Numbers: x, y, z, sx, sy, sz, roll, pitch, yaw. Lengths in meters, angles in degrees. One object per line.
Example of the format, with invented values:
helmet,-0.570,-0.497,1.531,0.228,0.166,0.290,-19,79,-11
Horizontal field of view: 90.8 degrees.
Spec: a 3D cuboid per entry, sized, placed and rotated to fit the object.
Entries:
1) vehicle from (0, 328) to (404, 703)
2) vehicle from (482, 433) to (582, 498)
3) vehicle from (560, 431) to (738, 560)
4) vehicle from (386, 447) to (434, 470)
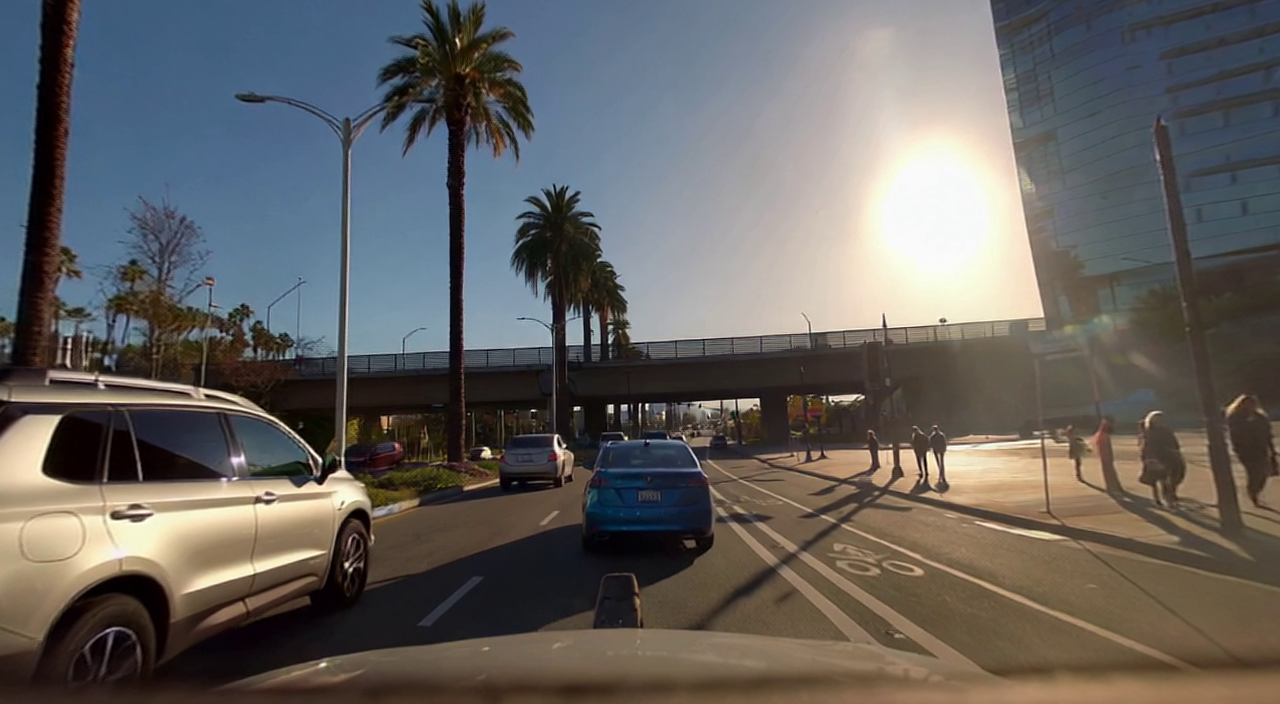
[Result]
vehicle,-3.228,0.989,3.520,2.014,1.740,4.359,0,-9,2
vehicle,-2.922,3.179,18.086,1.955,1.637,4.032,-1,-9,3
vehicle,0.075,1.966,9.392,2.036,1.461,4.129,0,-9,-1
vehicle,-18.008,8.331,49.613,2.025,1.724,4.215,0,-9,2
